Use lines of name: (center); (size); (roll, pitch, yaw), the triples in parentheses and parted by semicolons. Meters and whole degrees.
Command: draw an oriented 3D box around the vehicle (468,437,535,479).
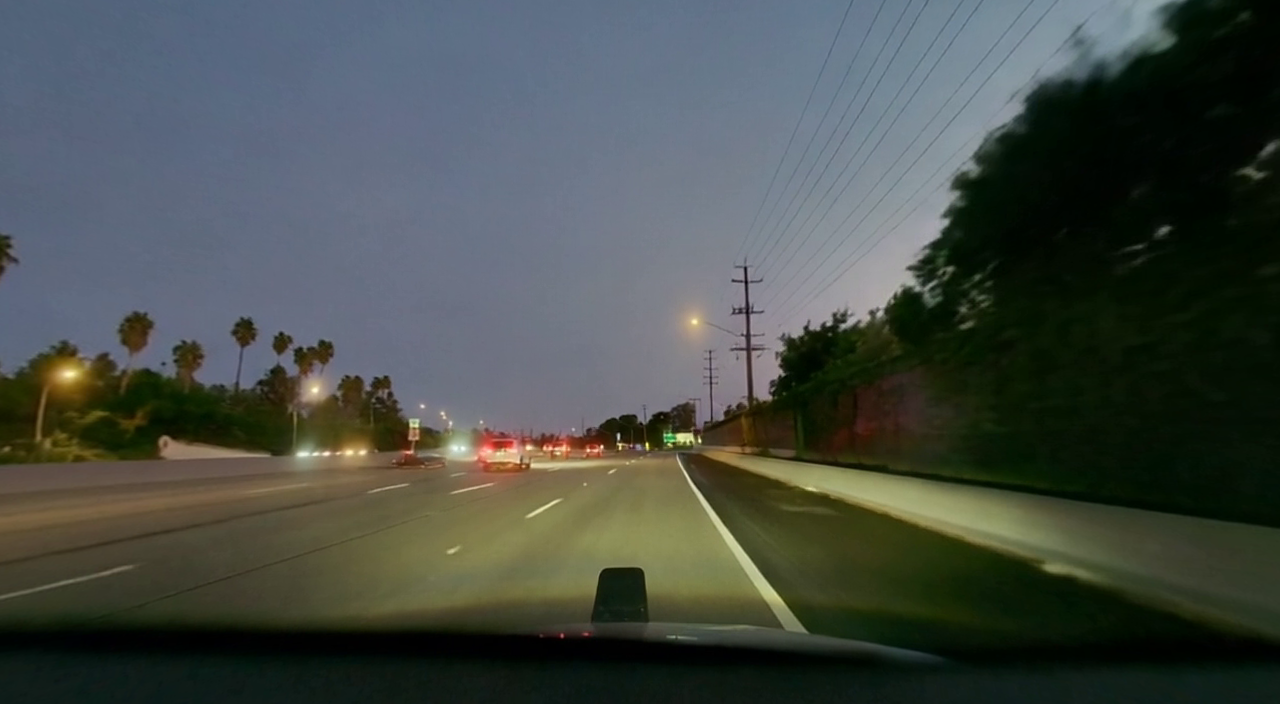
vehicle: (-5.763, 4.427, 26.656); (2.029, 1.609, 3.935); (0, -8, -2)
